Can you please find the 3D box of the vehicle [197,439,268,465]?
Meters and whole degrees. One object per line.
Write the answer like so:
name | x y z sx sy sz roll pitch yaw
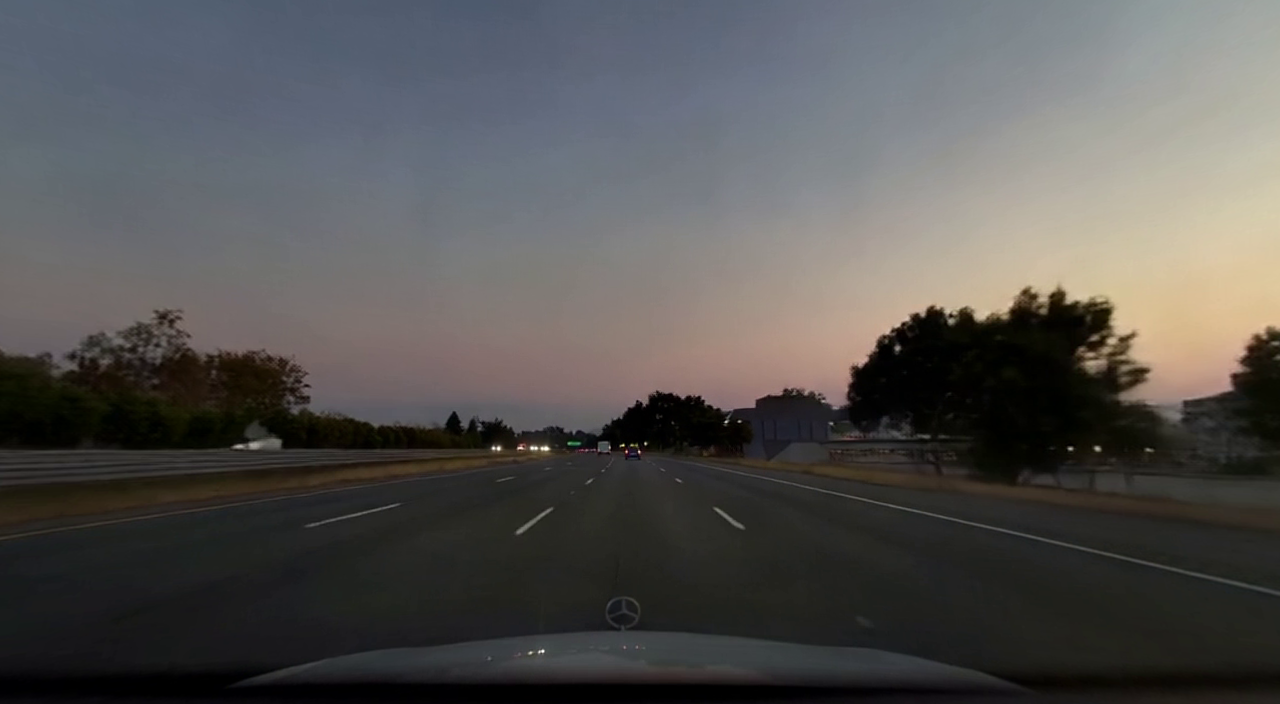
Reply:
vehicle | -25.066 6.170 38.936 1.786 1.465 3.860 0 -9 -1
